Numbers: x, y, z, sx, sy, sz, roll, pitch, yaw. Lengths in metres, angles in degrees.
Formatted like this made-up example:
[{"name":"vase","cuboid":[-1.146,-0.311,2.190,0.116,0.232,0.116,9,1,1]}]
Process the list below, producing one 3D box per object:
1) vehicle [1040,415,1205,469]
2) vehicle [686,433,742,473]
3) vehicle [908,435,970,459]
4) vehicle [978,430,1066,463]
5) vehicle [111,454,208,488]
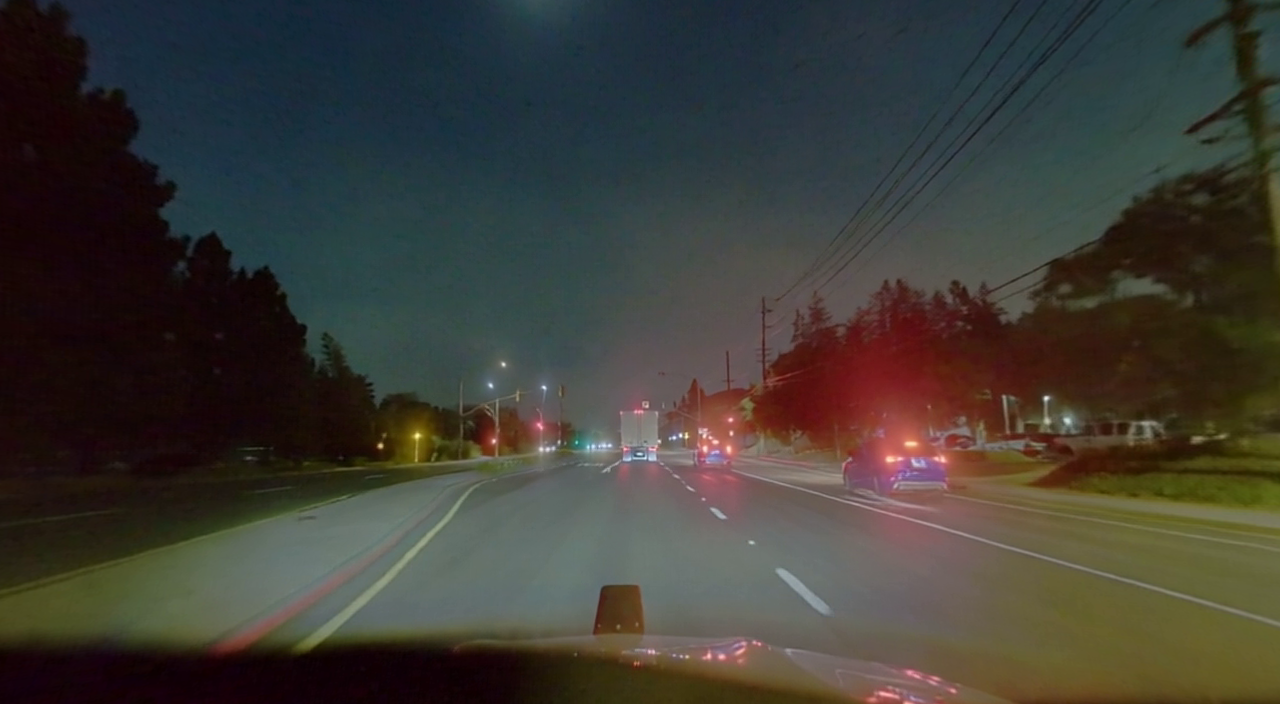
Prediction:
[{"name":"vehicle","cuboid":[20.695,3.941,27.606,2.529,2.086,5.902,0,-8,0]},{"name":"vehicle","cuboid":[3.516,4.907,30.930,2.086,1.803,4.607,0,-8,-1]},{"name":"vehicle","cuboid":[20.501,6.552,43.561,2.010,1.567,4.519,0,-8,-1]},{"name":"vehicle","cuboid":[20.789,5.190,34.667,1.917,1.682,4.575,0,-8,-1]},{"name":"vehicle","cuboid":[-26.178,6.445,34.626,2.188,1.669,4.546,1,-9,-8]}]
